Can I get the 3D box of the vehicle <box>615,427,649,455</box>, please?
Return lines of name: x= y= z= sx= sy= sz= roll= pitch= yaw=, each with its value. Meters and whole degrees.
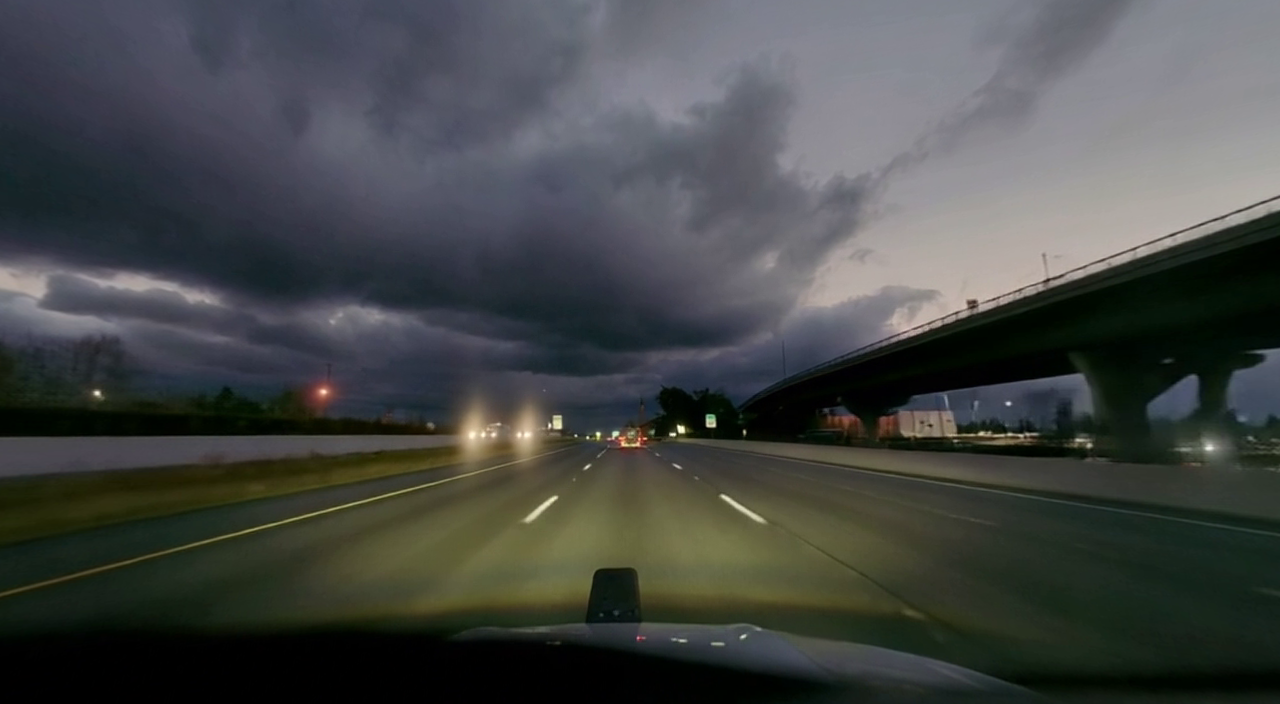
vehicle: x=-0.624 y=6.400 z=45.396 sx=2.277 sy=1.913 sz=4.510 roll=0 pitch=-8 yaw=-2
